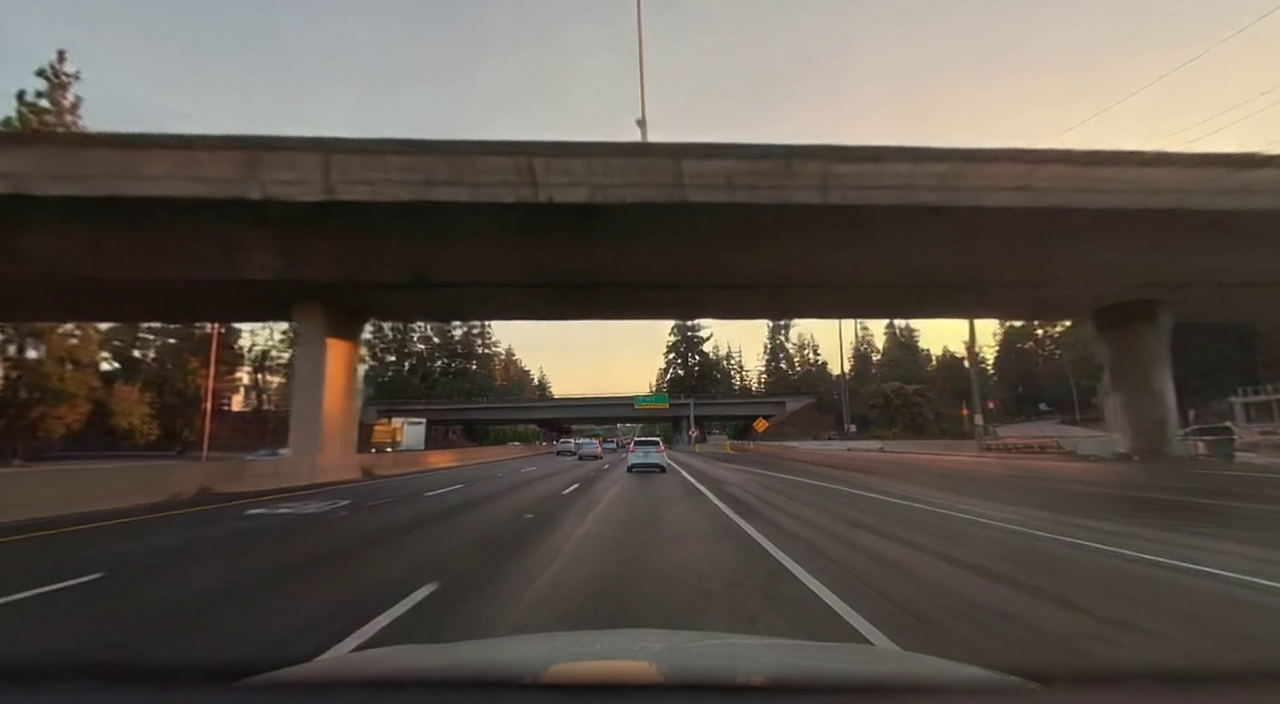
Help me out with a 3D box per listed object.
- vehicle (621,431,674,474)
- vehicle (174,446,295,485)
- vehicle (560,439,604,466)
[{"bbox_3d":[0.291,4.330,27.375,2.152,1.697,4.066,0,-8,0],"label":"vehicle"},{"bbox_3d":[-17.299,4.826,27.253,1.980,1.481,4.763,0,-8,1],"label":"vehicle"},{"bbox_3d":[-3.374,5.941,37.516,2.056,1.464,4.564,0,-8,1],"label":"vehicle"}]
